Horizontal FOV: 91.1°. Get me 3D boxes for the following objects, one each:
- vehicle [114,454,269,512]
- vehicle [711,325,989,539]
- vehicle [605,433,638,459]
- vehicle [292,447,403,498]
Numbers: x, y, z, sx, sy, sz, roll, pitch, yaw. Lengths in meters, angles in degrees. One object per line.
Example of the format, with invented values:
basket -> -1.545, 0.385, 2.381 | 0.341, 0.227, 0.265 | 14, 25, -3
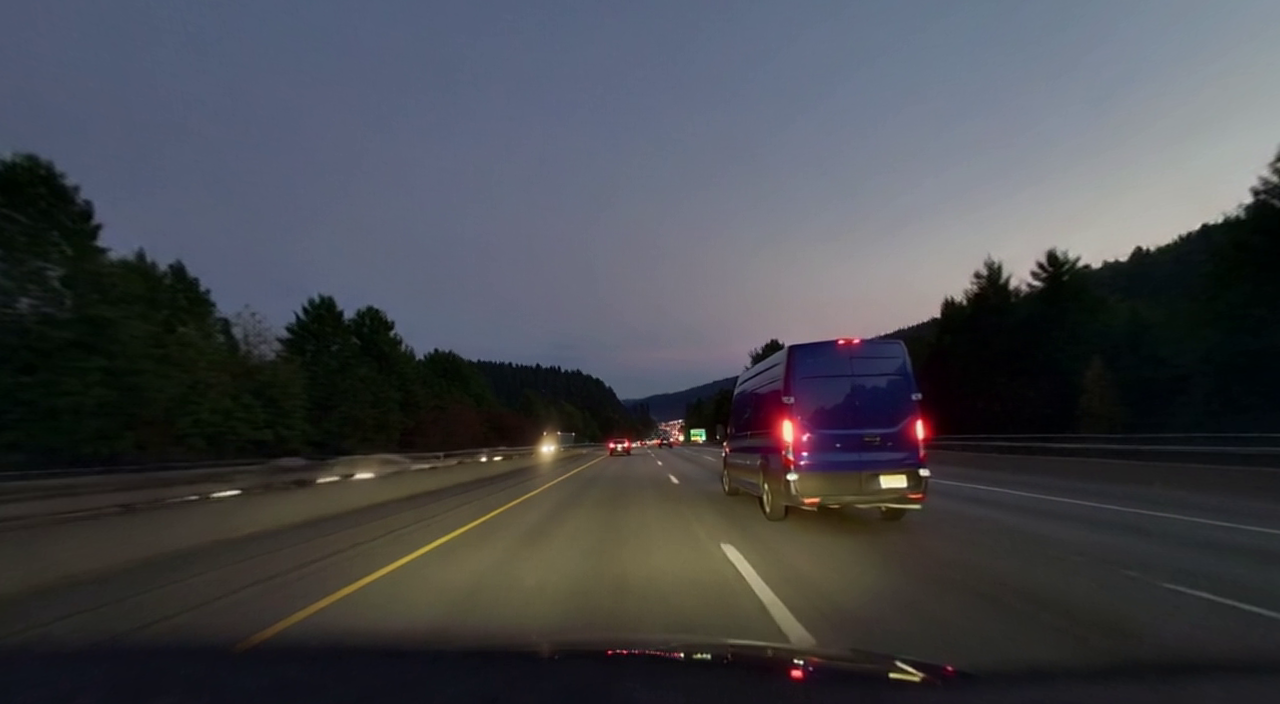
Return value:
vehicle -> -14.010, 4.071, 20.021 | 1.827, 1.504, 4.242 | 0, -8, 0
vehicle -> 2.947, 1.427, 11.304 | 2.416, 2.595, 7.243 | 0, -8, -1
vehicle -> -1.128, 5.727, 38.537 | 1.900, 1.524, 4.324 | 0, -8, -1
vehicle -> -10.123, 4.174, 22.187 | 1.841, 1.493, 4.407 | 0, -8, 0
